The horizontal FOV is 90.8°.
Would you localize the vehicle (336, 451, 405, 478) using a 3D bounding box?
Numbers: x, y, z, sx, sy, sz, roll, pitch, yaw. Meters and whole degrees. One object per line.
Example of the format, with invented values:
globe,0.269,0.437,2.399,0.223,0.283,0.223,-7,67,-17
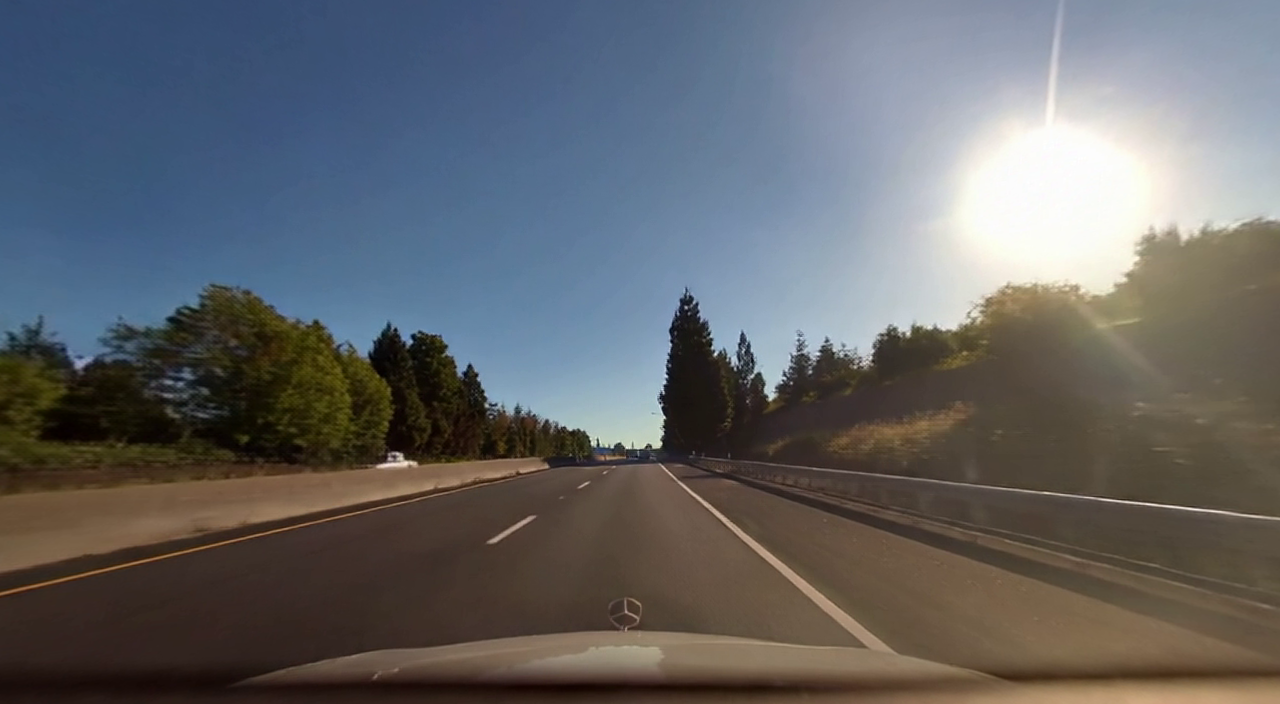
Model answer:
vehicle,-16.042,6.689,37.790,2.139,1.476,4.335,0,-9,1
